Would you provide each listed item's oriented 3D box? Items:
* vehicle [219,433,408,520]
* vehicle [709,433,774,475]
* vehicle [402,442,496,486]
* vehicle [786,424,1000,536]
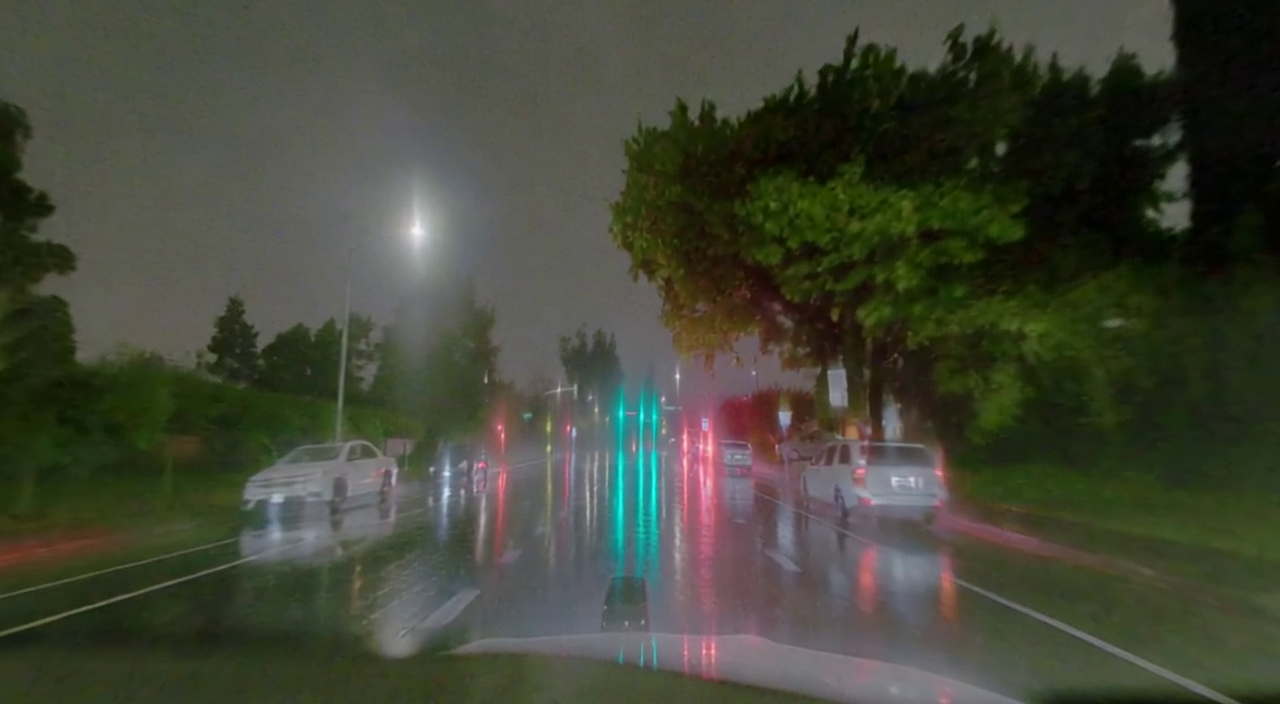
[{"bbox_3d":[-7.377,2.826,14.884,1.985,1.714,4.395,-1,-8,2],"label":"vehicle"},{"bbox_3d":[4.808,4.930,30.669,2.279,1.829,4.859,0,-9,0],"label":"vehicle"},{"bbox_3d":[-7.073,4.197,23.907,2.041,1.489,4.439,-1,-8,2],"label":"vehicle"},{"bbox_3d":[4.499,2.358,12.322,2.118,1.701,5.067,0,-8,0],"label":"vehicle"}]
